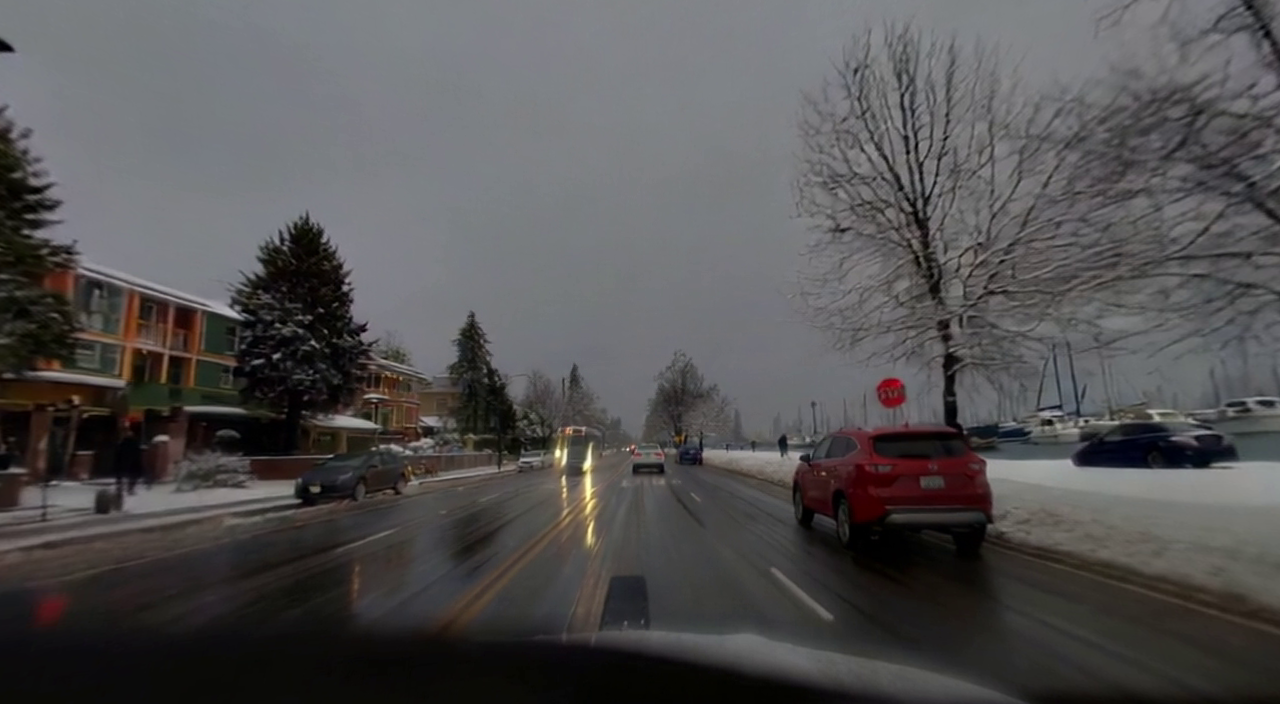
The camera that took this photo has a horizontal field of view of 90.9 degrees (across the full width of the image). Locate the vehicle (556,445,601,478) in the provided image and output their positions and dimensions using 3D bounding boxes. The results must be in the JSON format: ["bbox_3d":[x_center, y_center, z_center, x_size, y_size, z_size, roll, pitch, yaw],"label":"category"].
[{"bbox_3d":[-3.178,5.770,33.401,1.893,1.583,4.107,-1,-8,1],"label":"vehicle"}]

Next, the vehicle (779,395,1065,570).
[{"bbox_3d":[3.458,1.692,8.904,2.000,1.809,4.405,-1,-8,1],"label":"vehicle"}]

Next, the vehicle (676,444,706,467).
[{"bbox_3d":[3.809,7.799,47.823,1.876,1.626,3.851,-1,-8,-1],"label":"vehicle"}]

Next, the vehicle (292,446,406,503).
[{"bbox_3d":[-10.748,4.512,23.780,2.107,1.868,4.690,-1,-8,-1],"label":"vehicle"}]

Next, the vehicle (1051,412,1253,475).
[{"bbox_3d":[15.154,2.784,19.169,1.967,1.526,5.016,-4,-8,1],"label":"vehicle"}]

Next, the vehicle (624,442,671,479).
[{"bbox_3d":[0.330,5.184,30.516,2.132,1.632,3.838,-1,-8,0],"label":"vehicle"}]

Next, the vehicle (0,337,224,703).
[{"bbox_3d":[-3.125,0.659,0.875,2.125,1.701,4.310,-1,-8,0],"label":"vehicle"}]
